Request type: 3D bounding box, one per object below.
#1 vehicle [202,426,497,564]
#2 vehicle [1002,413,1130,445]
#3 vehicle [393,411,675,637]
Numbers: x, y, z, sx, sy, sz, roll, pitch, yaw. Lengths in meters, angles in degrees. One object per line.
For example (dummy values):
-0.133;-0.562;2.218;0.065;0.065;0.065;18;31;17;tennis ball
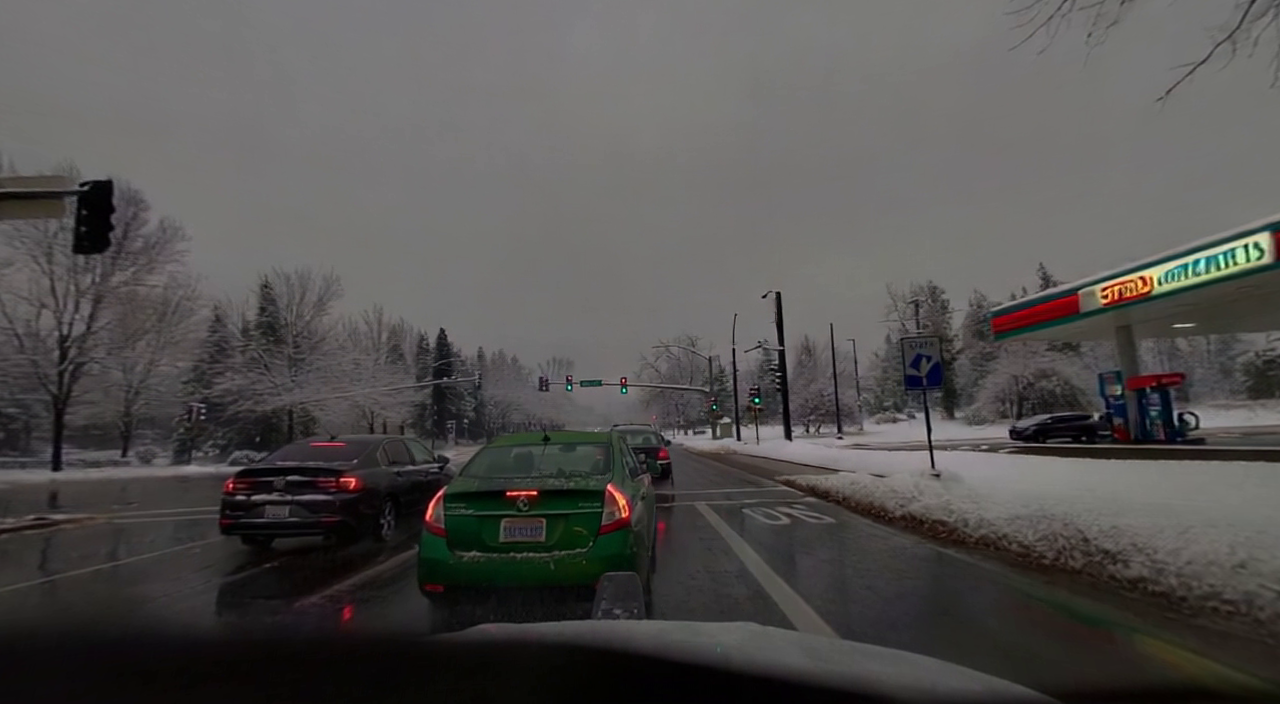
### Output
-3.754;1.931;9.402;1.995;1.506;4.773;0;-8;2;vehicle
21.163;3.859;31.548;4.874;1.502;2.048;0;-8;0;vehicle
-0.648;1.495;6.574;1.916;1.510;4.447;0;-8;2;vehicle
